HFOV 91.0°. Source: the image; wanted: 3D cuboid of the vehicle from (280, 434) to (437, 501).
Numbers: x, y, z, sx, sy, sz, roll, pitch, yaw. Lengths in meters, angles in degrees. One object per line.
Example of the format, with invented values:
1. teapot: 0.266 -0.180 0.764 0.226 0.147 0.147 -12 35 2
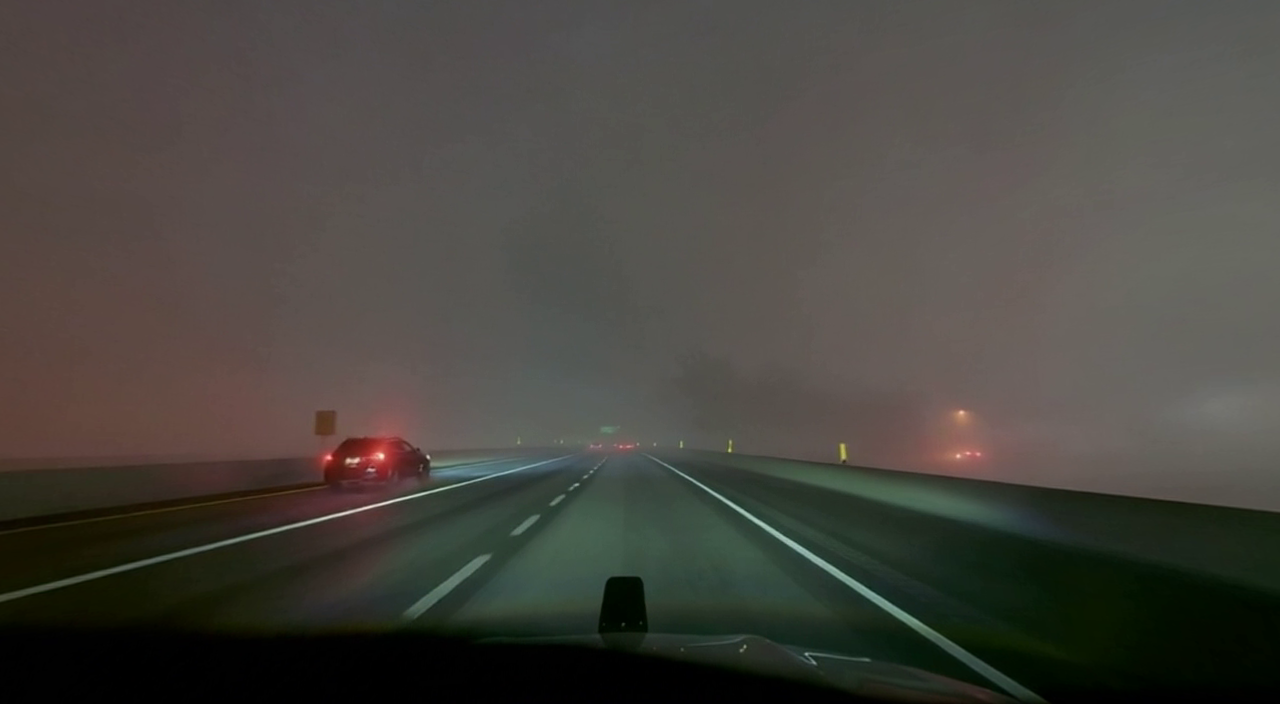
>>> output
1. vehicle: -6.953 2.880 16.168 2.053 1.452 4.347 0 -8 0
